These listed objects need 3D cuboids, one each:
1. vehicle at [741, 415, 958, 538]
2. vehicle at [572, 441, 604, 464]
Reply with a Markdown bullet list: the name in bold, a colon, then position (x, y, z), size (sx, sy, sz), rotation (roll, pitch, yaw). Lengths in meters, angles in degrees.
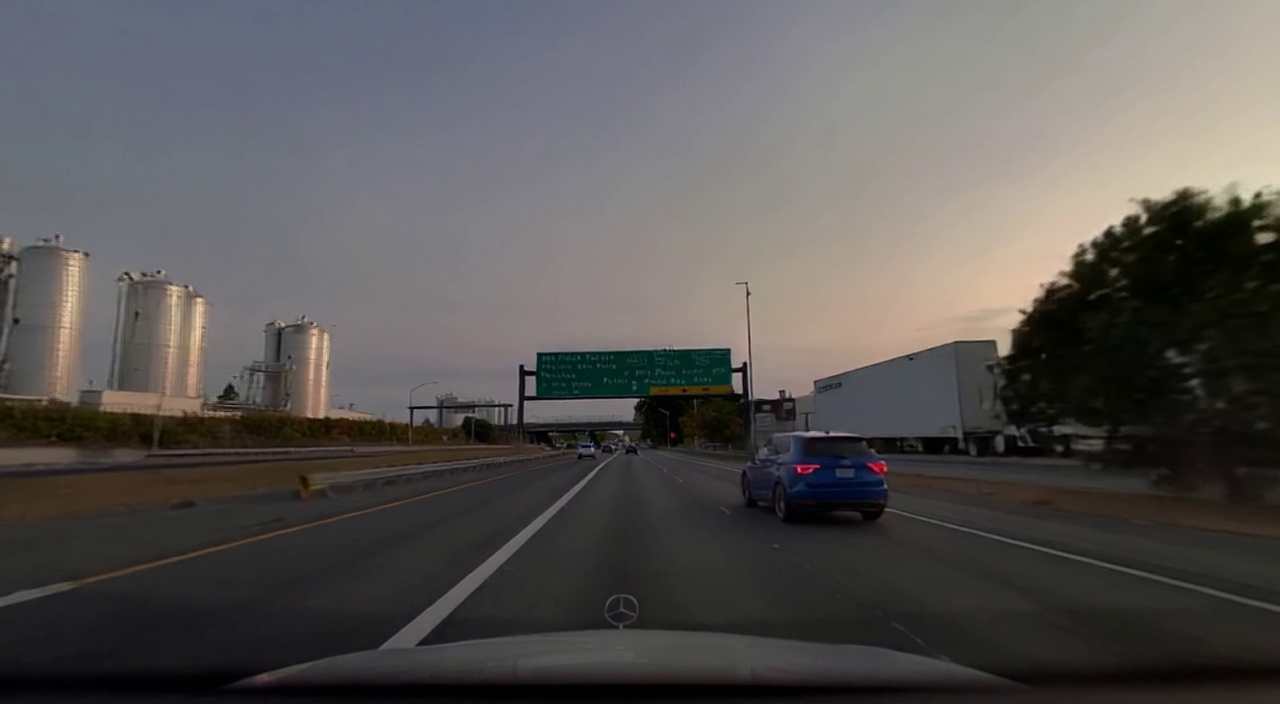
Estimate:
- **vehicle**: position (3.473, 2.208, 11.795), size (2.296, 1.790, 5.067), rotation (0, -9, 0)
- **vehicle**: position (-3.804, 7.448, 46.811), size (2.012, 1.571, 4.232), rotation (0, -9, 0)
